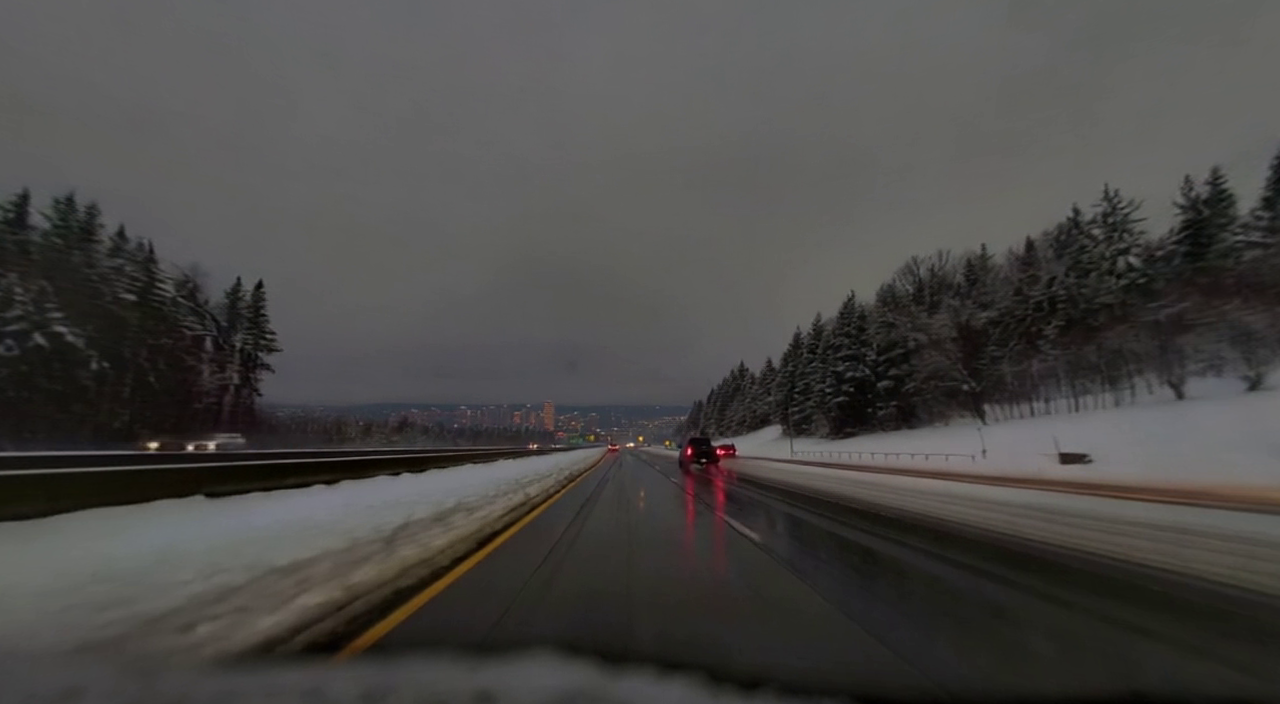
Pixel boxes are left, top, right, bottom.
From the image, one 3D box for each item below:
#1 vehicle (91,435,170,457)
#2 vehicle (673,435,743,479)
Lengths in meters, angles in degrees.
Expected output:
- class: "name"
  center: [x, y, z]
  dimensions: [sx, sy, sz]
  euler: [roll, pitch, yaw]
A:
- class: "vehicle"
  center: [-39.706, 7.359, 49.383]
  dimensions: [1.961, 1.569, 5.189]
  euler: [0, -8, -2]
- class: "vehicle"
  center: [2.826, 4.510, 27.330]
  dimensions: [2.305, 1.729, 4.526]
  euler: [0, -8, -3]
